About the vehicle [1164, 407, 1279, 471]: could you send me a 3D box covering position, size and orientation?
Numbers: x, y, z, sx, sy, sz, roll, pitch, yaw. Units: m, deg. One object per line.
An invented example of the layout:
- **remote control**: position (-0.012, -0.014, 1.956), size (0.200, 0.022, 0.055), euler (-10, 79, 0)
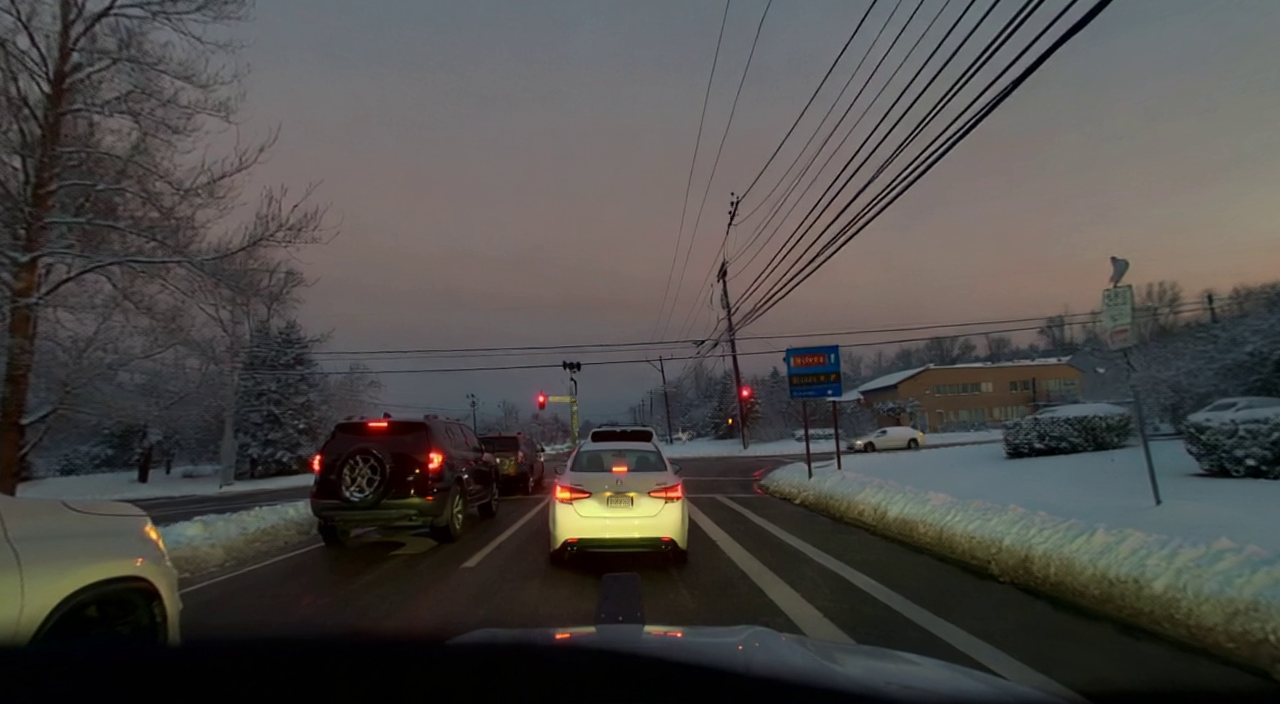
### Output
- **vehicle**: position (17.030, 2.542, 18.290), size (1.858, 1.622, 4.491), euler (-5, -10, 28)

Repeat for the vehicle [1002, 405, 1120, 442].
- **vehicle**: position (26.847, 4.633, 40.506), size (5.782, 2.286, 2.223), euler (-1, -9, 4)

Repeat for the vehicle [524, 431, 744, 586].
- **vehicle**: position (-0.106, 1.807, 8.158), size (2.121, 1.474, 3.968), euler (0, -8, -2)

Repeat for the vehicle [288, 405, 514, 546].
- **vehicle**: position (-3.844, 2.089, 11.374), size (2.147, 1.963, 4.927), euler (0, -8, -1)

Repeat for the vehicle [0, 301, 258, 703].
- **vehicle**: position (-3.591, 0.636, 1.519), size (2.085, 1.943, 5.053), euler (0, -8, 1)
